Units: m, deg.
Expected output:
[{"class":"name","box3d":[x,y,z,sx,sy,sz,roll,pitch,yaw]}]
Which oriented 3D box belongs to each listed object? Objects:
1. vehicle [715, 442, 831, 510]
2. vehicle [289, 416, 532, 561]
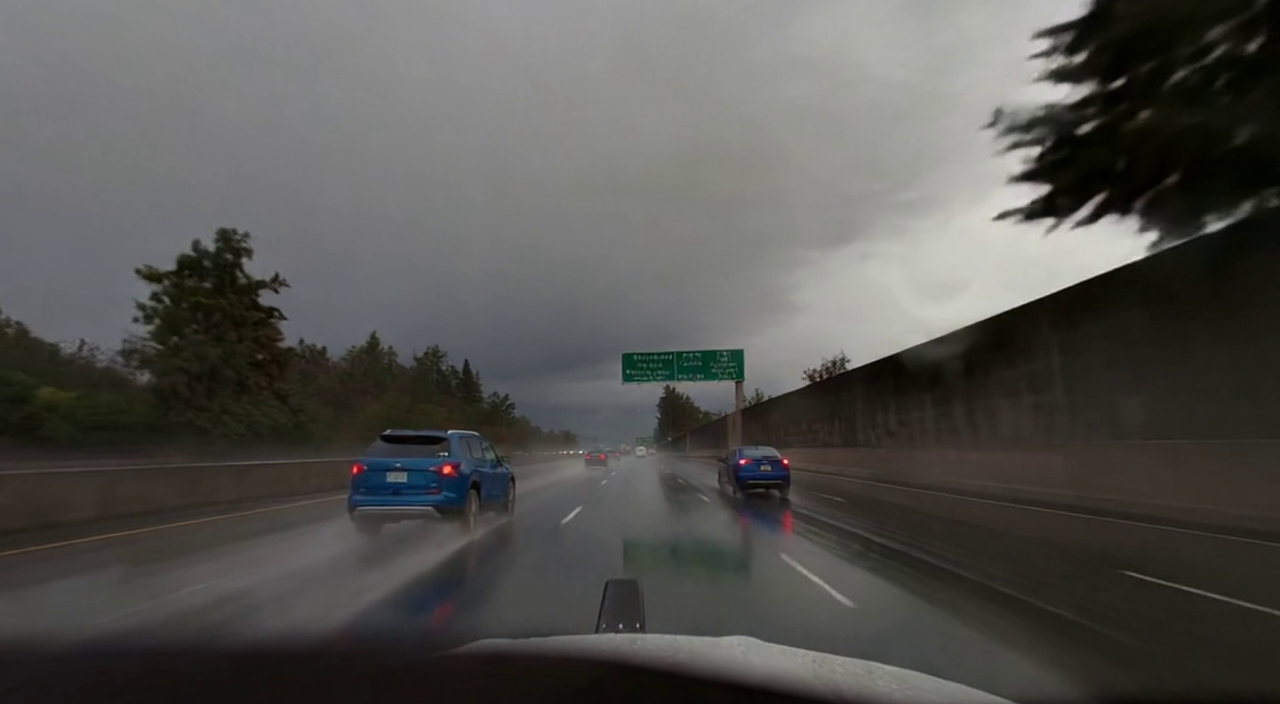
[{"class":"vehicle","box3d":[3.203,3.070,16.054,1.979,1.486,4.125,0,-9,-1]},{"class":"vehicle","box3d":[-3.210,2.020,10.033,2.137,1.756,4.453,0,-9,0]}]
